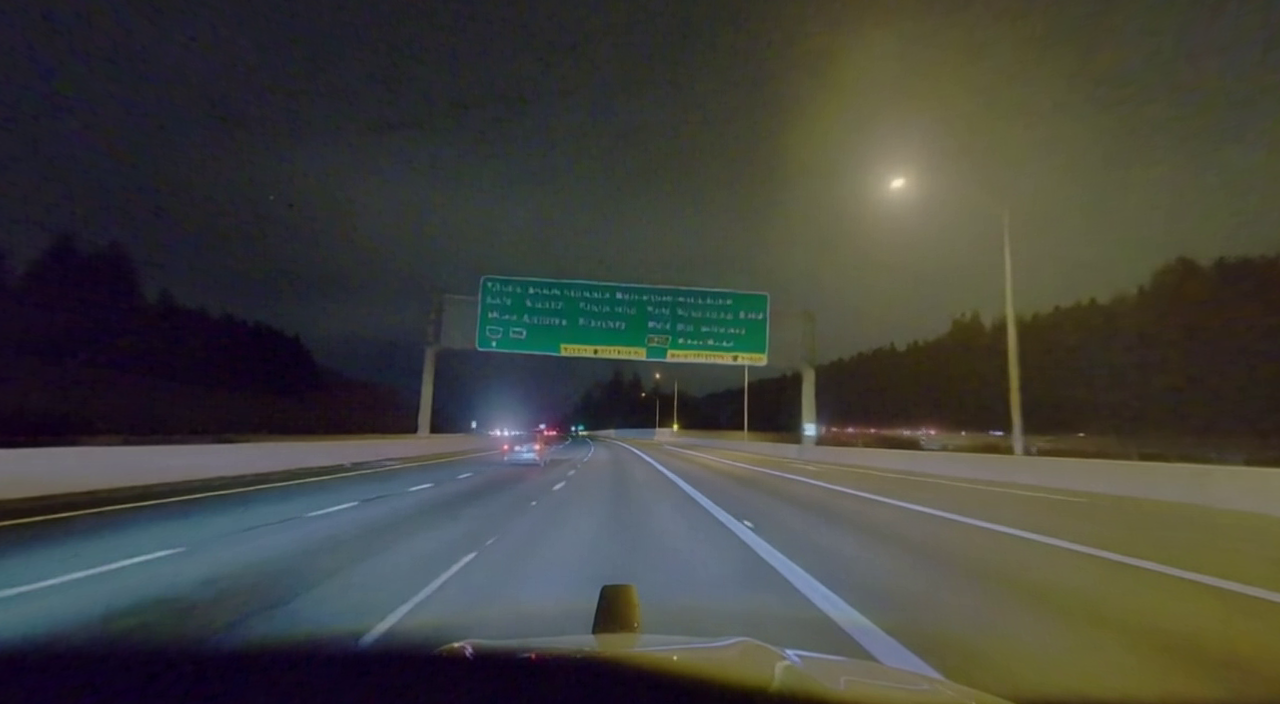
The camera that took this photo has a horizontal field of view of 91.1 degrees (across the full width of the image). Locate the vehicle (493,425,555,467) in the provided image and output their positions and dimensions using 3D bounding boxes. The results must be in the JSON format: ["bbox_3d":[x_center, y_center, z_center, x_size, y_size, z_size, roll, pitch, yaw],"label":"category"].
[{"bbox_3d":[-4.616,3.809,25.585,1.878,1.548,3.966,0,-8,-2],"label":"vehicle"}]
